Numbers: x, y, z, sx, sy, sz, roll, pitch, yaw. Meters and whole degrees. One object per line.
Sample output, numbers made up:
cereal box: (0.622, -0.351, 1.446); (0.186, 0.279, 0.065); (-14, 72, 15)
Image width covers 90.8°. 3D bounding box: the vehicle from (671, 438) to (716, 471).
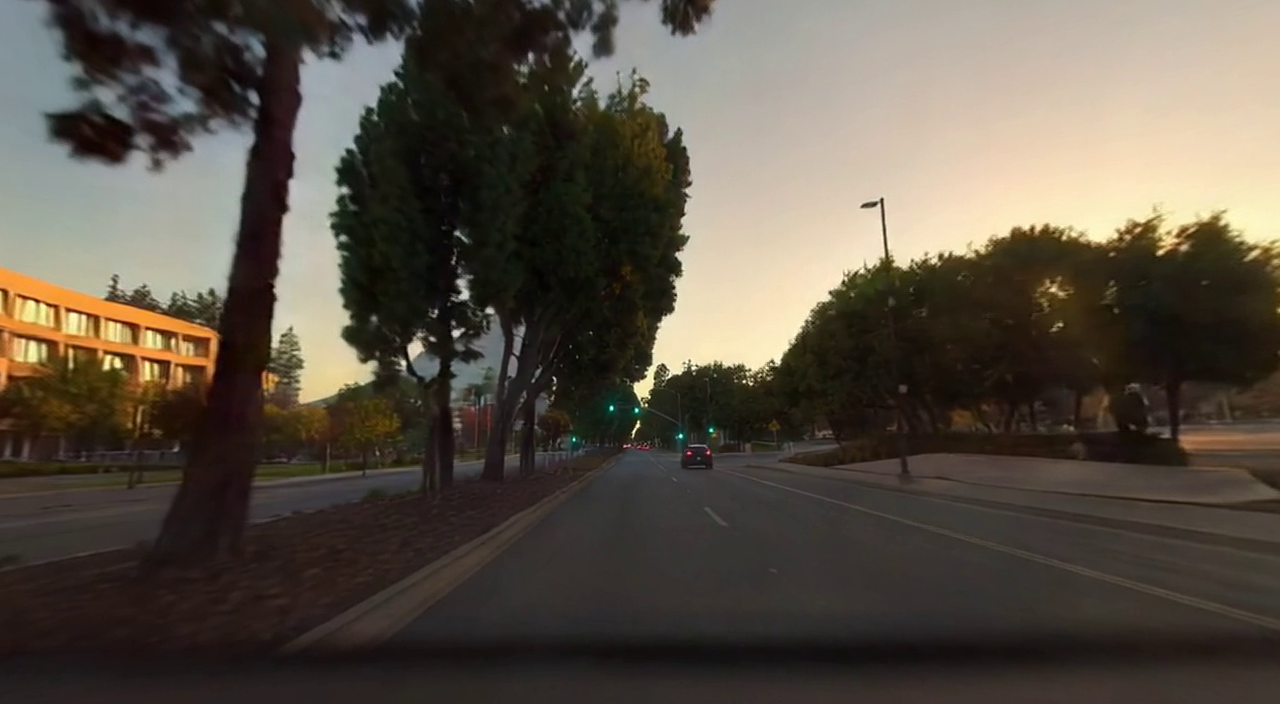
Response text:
vehicle: (3.122, 6.131, 38.090); (2.085, 1.828, 5.383); (0, -8, -1)
